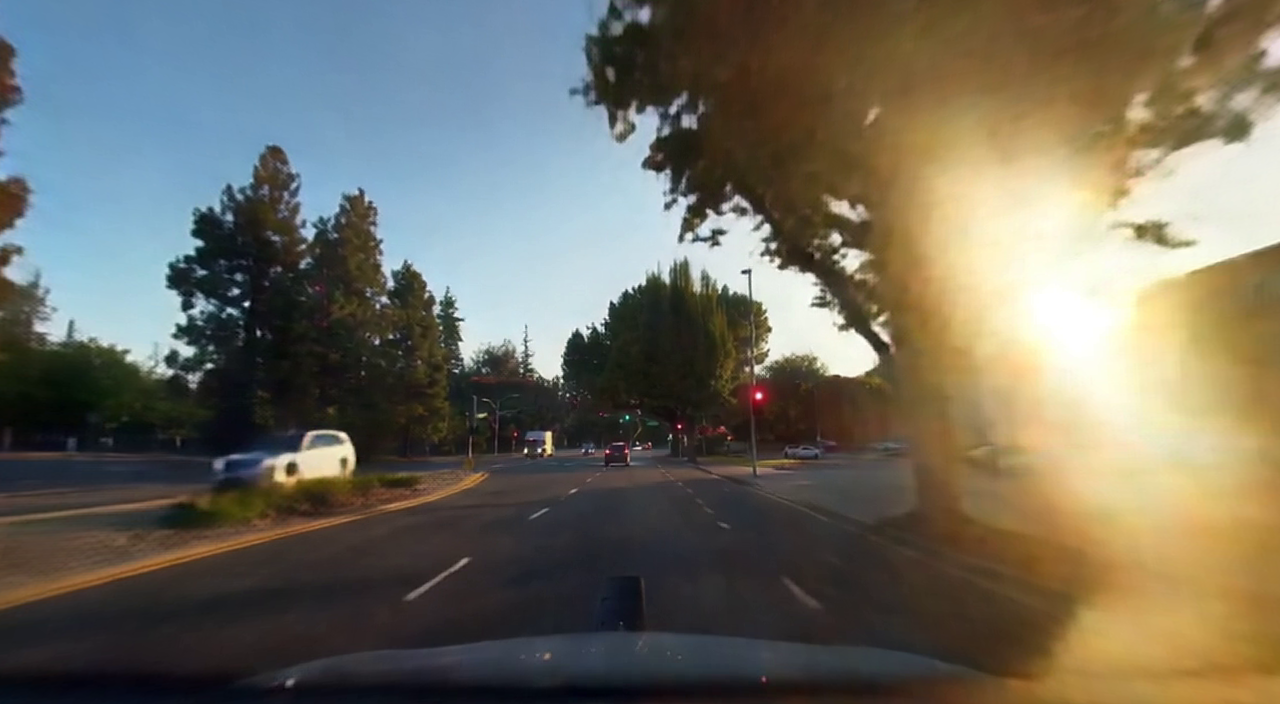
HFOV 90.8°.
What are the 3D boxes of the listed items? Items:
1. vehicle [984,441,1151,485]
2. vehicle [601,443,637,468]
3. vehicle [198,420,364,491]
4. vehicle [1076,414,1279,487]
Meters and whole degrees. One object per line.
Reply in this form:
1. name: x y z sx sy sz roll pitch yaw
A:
1. vehicle: 15.218 3.923 22.626 4.673 1.458 2.046 1 -9 -8
2. vehicle: -1.256 6.584 40.417 2.011 1.498 4.914 0 -8 1
3. vehicle: -11.273 3.315 20.484 2.193 1.977 5.481 0 -8 -1
4. vehicle: 15.512 2.703 17.433 5.604 1.833 2.128 1 -9 -7
